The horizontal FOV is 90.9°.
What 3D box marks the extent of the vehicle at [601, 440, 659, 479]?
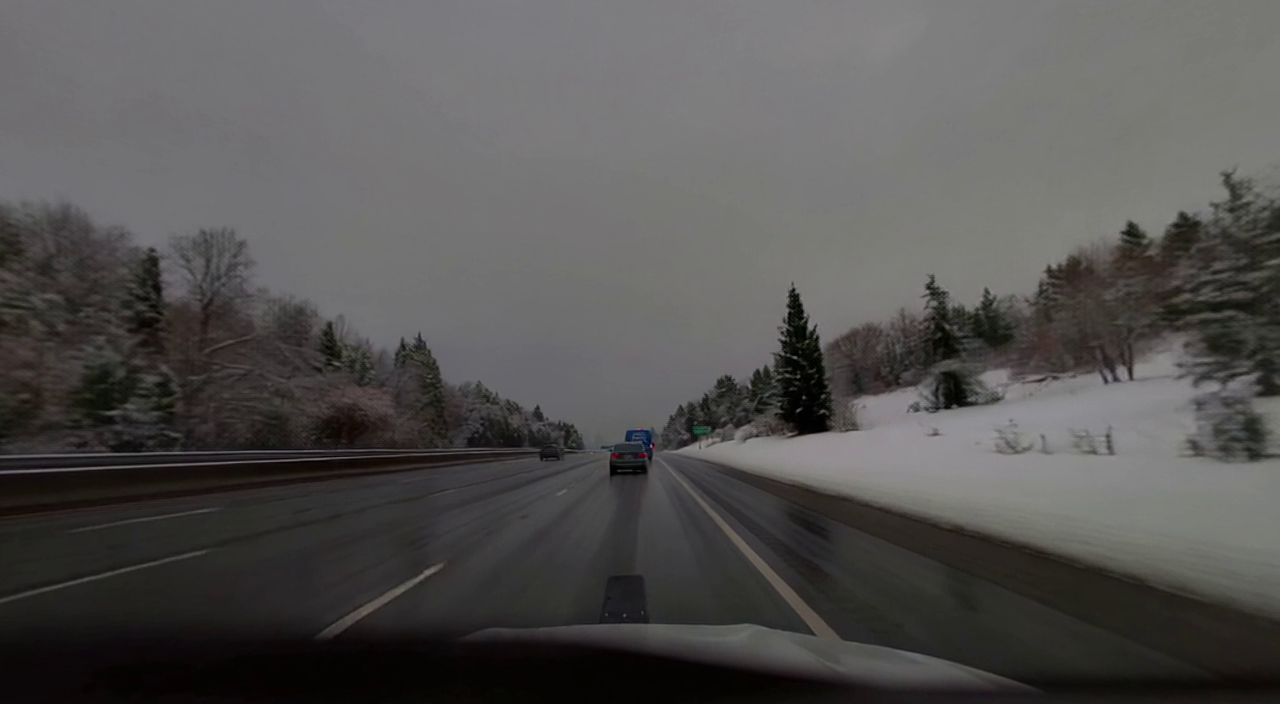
[{"bbox_3d":[-0.357,4.425,26.252,2.238,1.479,3.672,0,-9,1],"label":"vehicle"}]
